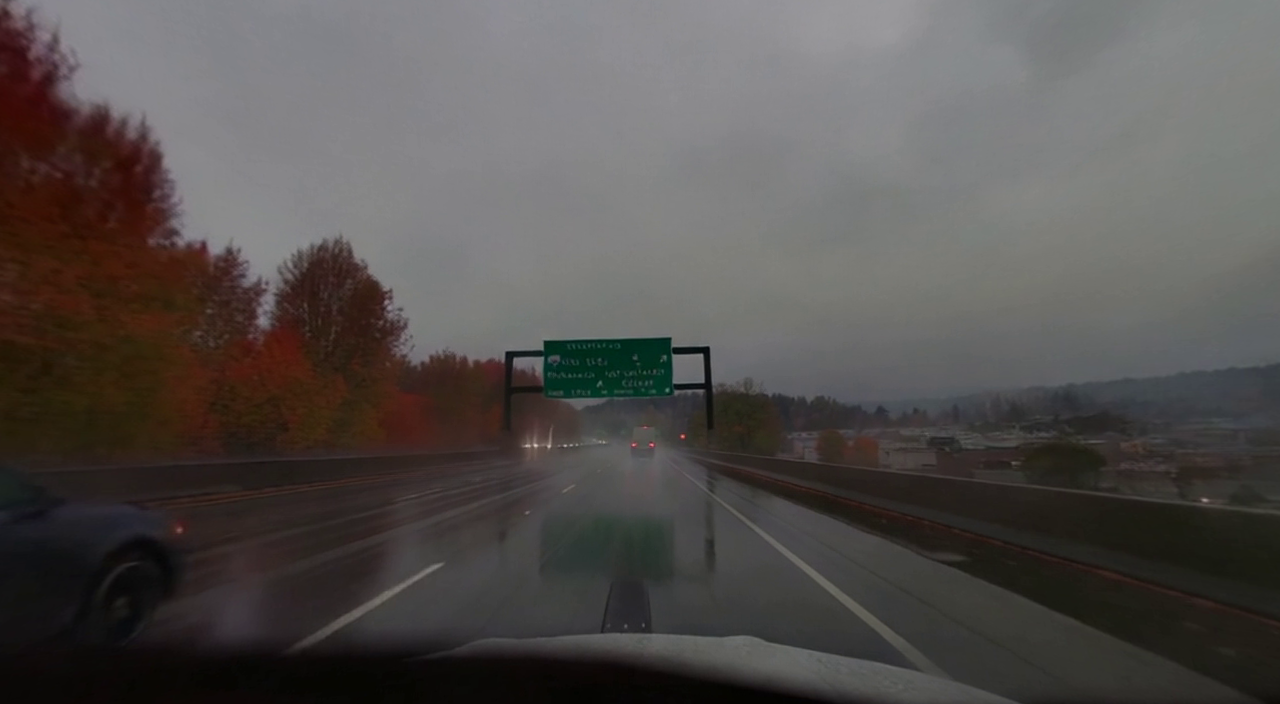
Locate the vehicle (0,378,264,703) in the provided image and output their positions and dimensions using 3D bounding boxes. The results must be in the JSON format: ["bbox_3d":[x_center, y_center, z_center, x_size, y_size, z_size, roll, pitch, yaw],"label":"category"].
[{"bbox_3d":[-3.716,0.811,2.006,2.061,1.572,4.814,0,-8,0],"label":"vehicle"}]
